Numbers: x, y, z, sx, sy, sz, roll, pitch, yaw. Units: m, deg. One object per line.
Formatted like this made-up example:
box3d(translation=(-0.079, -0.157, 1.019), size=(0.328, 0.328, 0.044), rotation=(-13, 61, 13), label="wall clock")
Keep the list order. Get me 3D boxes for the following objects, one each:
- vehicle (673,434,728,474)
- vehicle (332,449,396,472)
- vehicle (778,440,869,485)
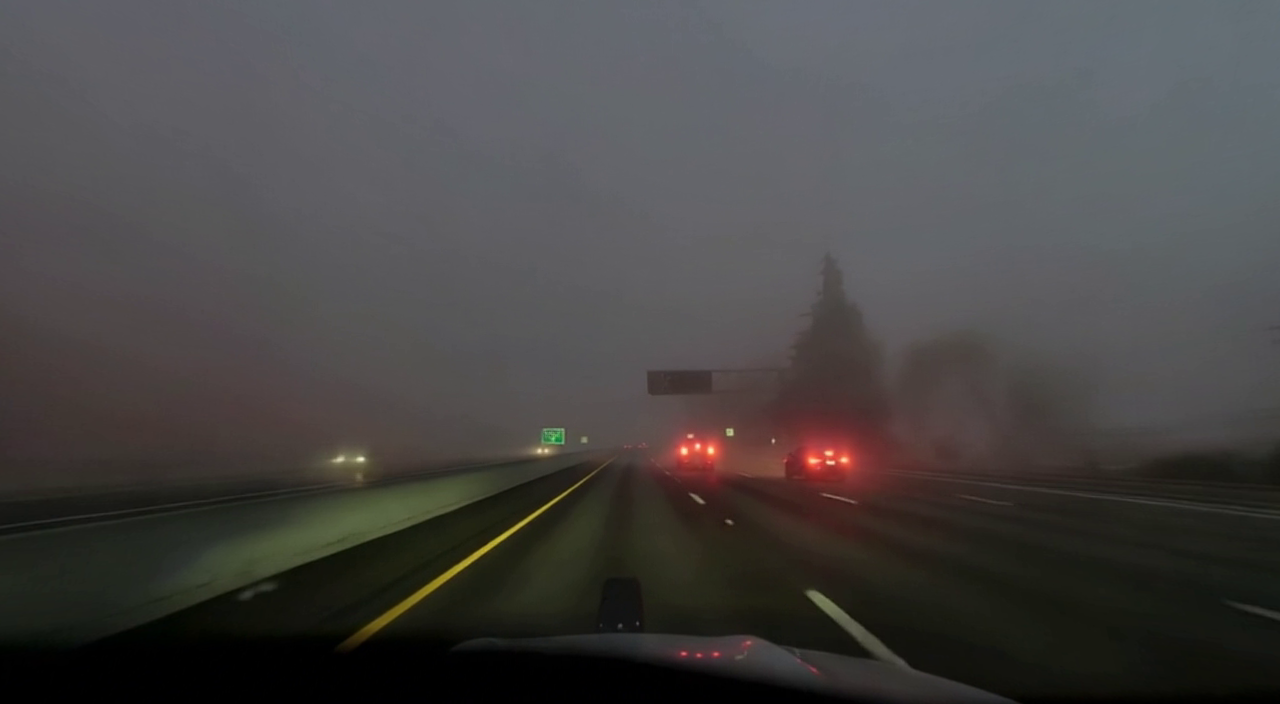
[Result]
box3d(translation=(2.938, 5.103, 31.872), size=(2.258, 1.824, 4.908), rotation=(0, -9, -1), label="vehicle")
box3d(translation=(-18.152, 7.143, 41.757), size=(2.078, 1.342, 4.590), rotation=(0, -8, 1), label="vehicle")
box3d(translation=(6.572, 3.998, 23.166), size=(2.009, 1.456, 4.097), rotation=(0, -9, -2), label="vehicle")
